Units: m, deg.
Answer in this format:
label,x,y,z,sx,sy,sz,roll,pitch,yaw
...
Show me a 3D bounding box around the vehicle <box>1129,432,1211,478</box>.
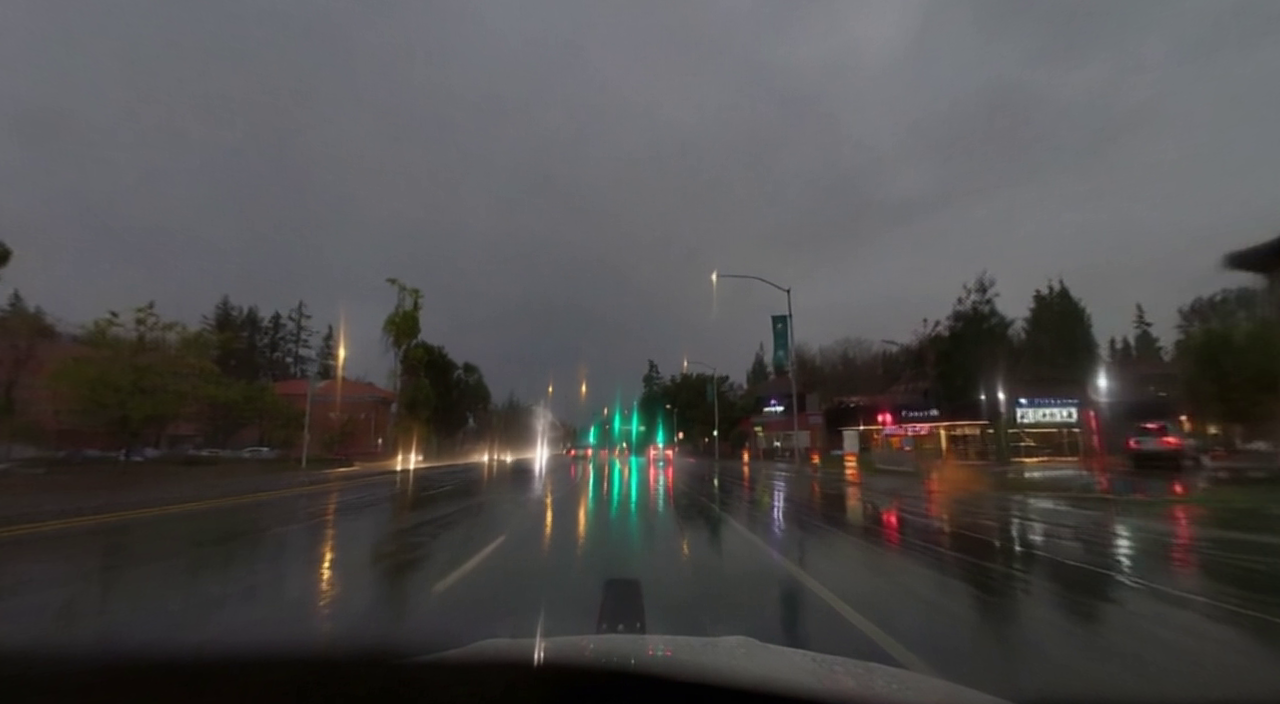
label,x,y,z,sx,sy,sz,roll,pitch,yaw
vehicle,21.342,4.103,25.376,2.160,1.639,5.163,-8,-11,41
